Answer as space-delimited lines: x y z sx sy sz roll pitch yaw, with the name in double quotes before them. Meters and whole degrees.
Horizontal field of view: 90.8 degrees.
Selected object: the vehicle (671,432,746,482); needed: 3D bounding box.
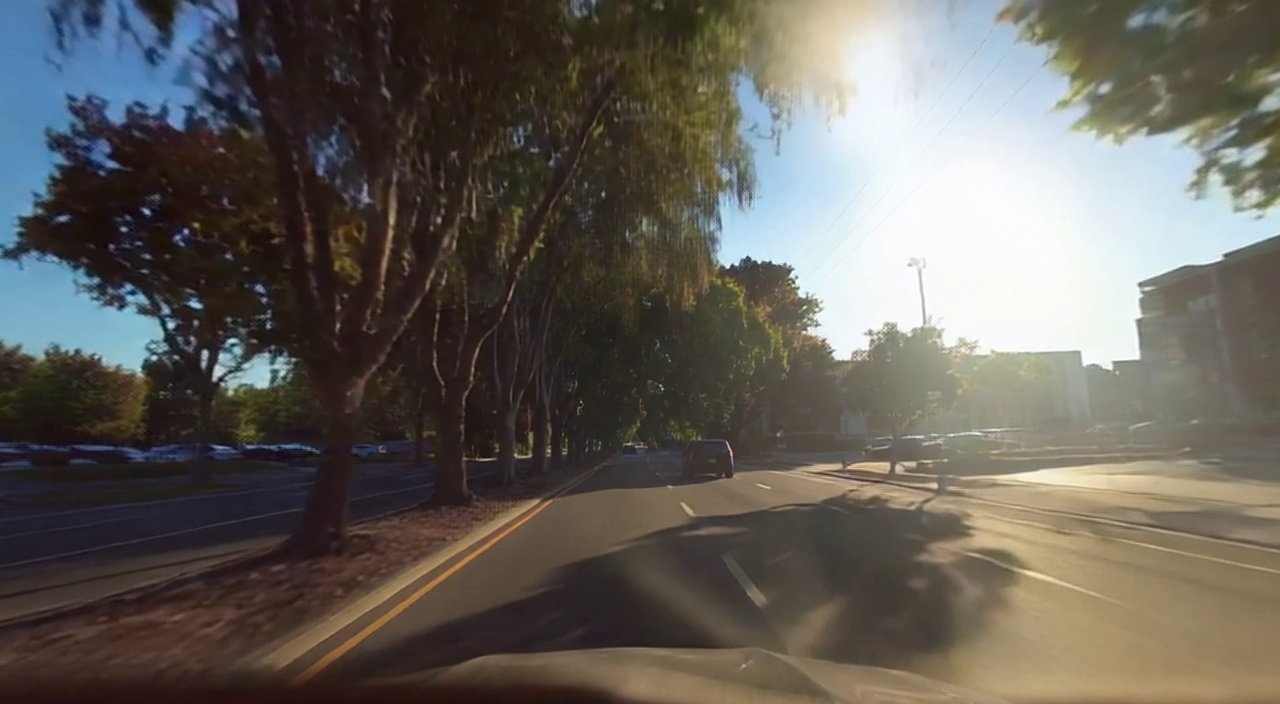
"vehicle" 2.494 3.987 24.325 2.240 1.740 4.605 0 -8 -2
